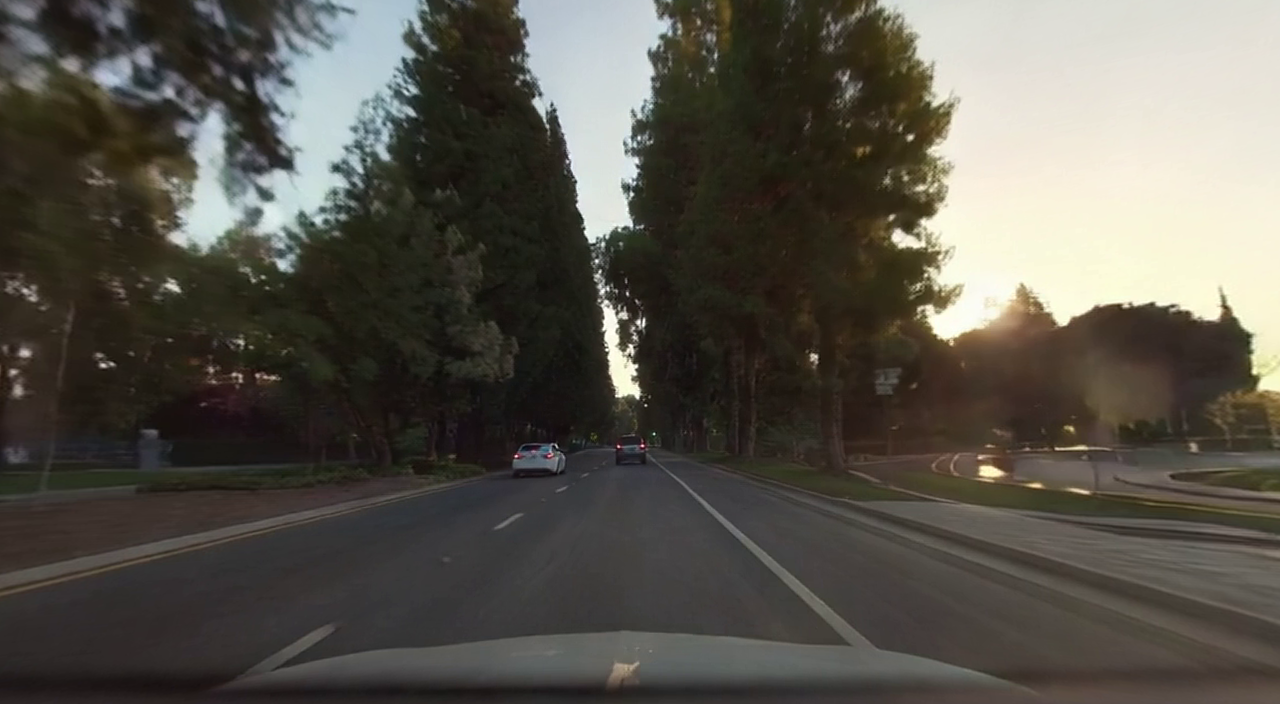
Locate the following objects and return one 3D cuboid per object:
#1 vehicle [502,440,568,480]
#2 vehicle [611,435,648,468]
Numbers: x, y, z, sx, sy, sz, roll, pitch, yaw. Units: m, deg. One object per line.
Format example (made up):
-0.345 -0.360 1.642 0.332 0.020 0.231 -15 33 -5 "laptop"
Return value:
-4.171 4.361 25.776 1.917 1.448 4.178 0 -8 0 "vehicle"
-0.597 5.632 35.997 2.018 1.769 3.897 0 -8 -1 "vehicle"
